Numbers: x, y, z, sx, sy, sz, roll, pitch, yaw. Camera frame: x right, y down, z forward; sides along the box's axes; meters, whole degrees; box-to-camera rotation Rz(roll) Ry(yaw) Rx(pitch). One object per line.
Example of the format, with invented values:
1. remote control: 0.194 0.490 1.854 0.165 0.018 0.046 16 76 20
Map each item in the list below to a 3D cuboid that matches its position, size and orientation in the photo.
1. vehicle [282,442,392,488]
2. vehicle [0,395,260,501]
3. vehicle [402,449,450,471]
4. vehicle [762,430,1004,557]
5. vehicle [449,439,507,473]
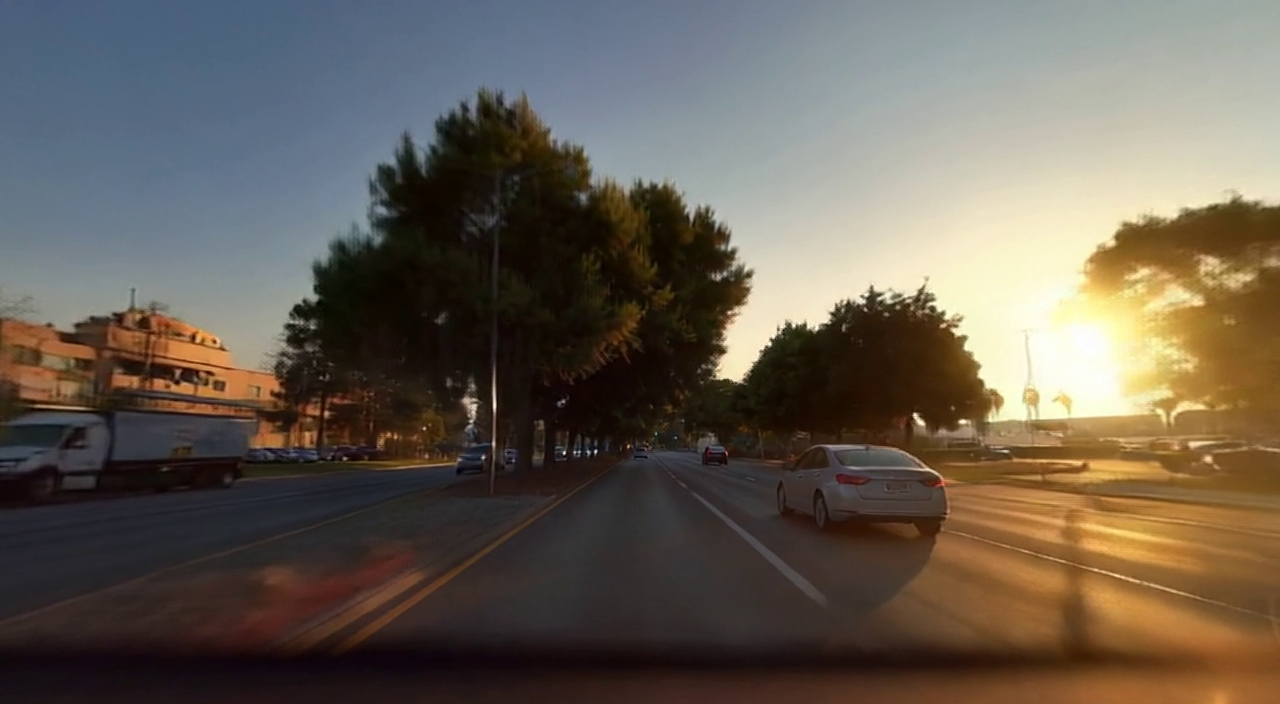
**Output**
1. vehicle: -11.993 4.491 25.277 2.018 1.639 4.764 0 -9 1
2. vehicle: -18.338 3.573 22.892 3.043 2.916 9.736 -4 -9 -1
3. vehicle: -15.311 7.750 45.199 1.862 1.460 4.677 0 -9 -1
4. vehicle: 3.335 2.022 9.733 1.935 1.501 4.384 0 -9 -1
5. vehicle: -9.092 5.885 35.692 1.953 1.753 4.843 0 -9 0
